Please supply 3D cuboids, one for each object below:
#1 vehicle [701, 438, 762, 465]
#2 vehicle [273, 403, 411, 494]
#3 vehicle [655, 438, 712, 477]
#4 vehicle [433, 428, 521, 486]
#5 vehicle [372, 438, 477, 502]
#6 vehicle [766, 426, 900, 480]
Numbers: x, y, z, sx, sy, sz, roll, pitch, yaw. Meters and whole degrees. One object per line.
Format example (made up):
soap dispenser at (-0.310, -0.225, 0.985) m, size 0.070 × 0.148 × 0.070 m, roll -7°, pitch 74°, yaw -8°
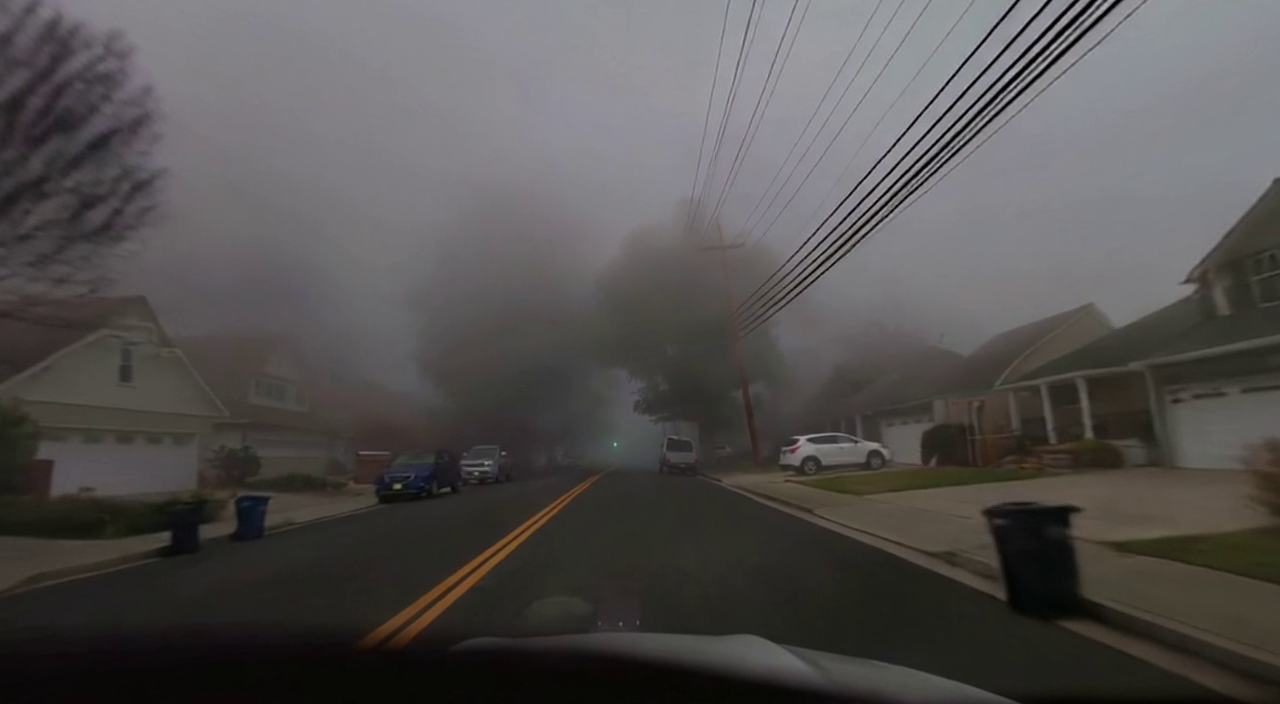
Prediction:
vehicle at (7.170, 7.883, 49.943) m, size 4.421 × 1.836 × 1.956 m, roll -2°, pitch -13°, yaw -1°
vehicle at (-12.094, 4.018, 26.606) m, size 2.781 × 3.221 × 7.995 m, roll 1°, pitch -9°, yaw -7°
vehicle at (2.254, 5.686, 34.379) m, size 2.203 × 1.952 × 5.111 m, roll 1°, pitch -9°, yaw -6°
vehicle at (-7.047, 4.798, 28.136) m, size 2.269 × 2.229 × 6.042 m, roll -2°, pitch -12°, yaw 0°
vehicle at (-7.008, 3.983, 21.126) m, size 2.046 × 1.777 × 4.473 m, roll -3°, pitch -12°, yaw -2°
vehicle at (7.526, 4.020, 24.963) m, size 4.489 × 1.812 × 2.056 m, roll -1°, pitch -13°, yaw -5°
